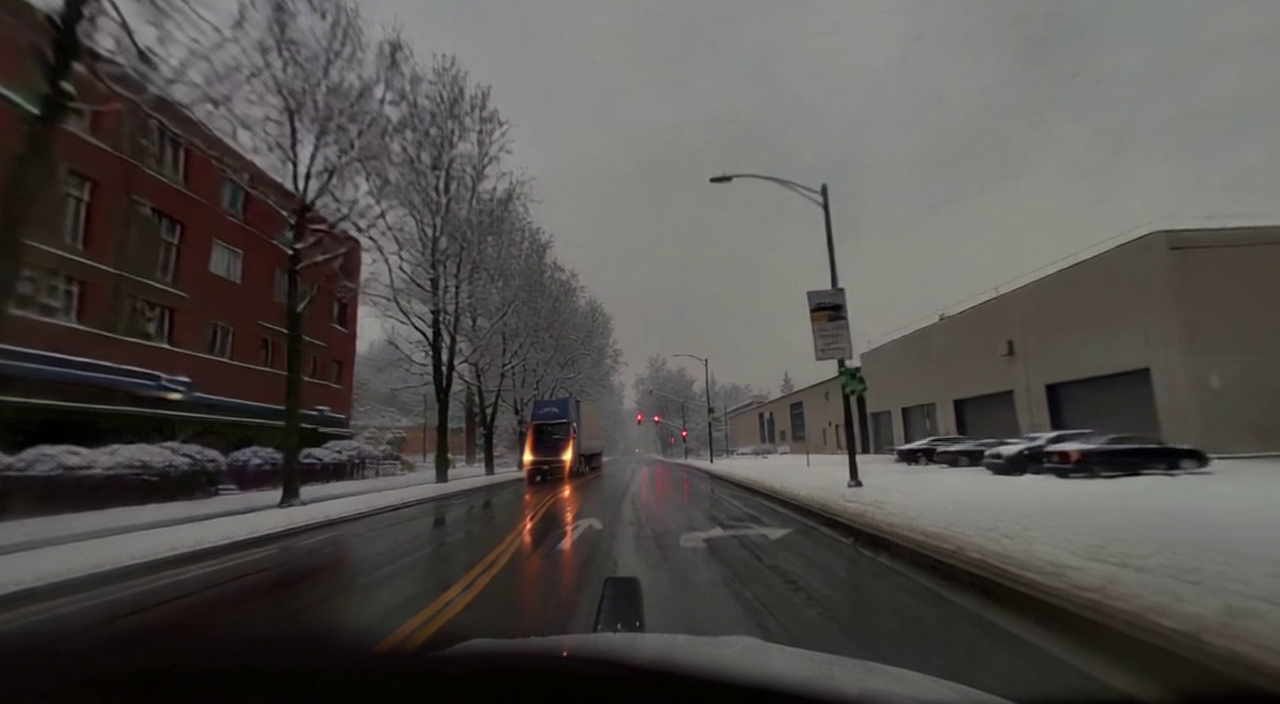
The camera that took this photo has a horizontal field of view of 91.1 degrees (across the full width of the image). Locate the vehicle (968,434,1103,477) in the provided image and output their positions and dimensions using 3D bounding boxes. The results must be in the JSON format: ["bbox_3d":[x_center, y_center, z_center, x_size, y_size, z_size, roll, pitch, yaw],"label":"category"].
[{"bbox_3d":[15.660,4.132,25.062,4.061,1.590,1.862,-1,-9,0],"label":"vehicle"}]

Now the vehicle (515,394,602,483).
[{"bbox_3d":[-4.507,5.484,38.985,3.160,4.343,15.392,-1,-9,1],"label":"vehicle"}]
